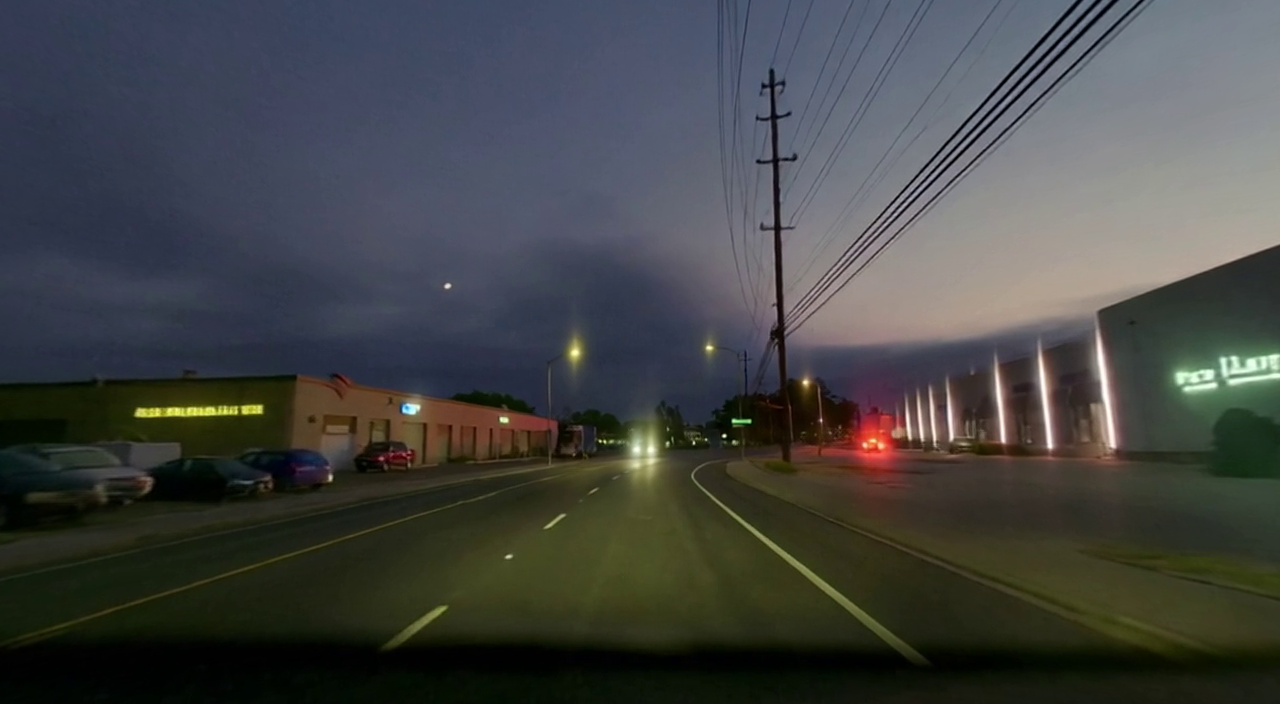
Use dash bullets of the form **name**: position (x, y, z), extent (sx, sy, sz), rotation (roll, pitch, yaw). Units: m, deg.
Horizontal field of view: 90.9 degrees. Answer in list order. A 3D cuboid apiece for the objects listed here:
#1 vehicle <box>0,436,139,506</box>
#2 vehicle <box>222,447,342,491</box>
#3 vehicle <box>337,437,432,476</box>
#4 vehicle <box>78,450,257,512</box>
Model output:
- **vehicle**: position (-19.753, 3.810, 20.614), extent (2.099, 2.038, 5.624), rotation (0, -8, 0)
- **vehicle**: position (-14.169, 4.617, 25.337), extent (2.070, 1.577, 4.652), rotation (0, -8, 1)
- **vehicle**: position (-15.460, 6.424, 38.722), extent (2.502, 2.113, 6.488), rotation (-1, -10, 6)
- **vehicle**: position (-14.523, 3.945, 19.804), extent (2.122, 1.440, 4.601), rotation (-4, -8, 0)
